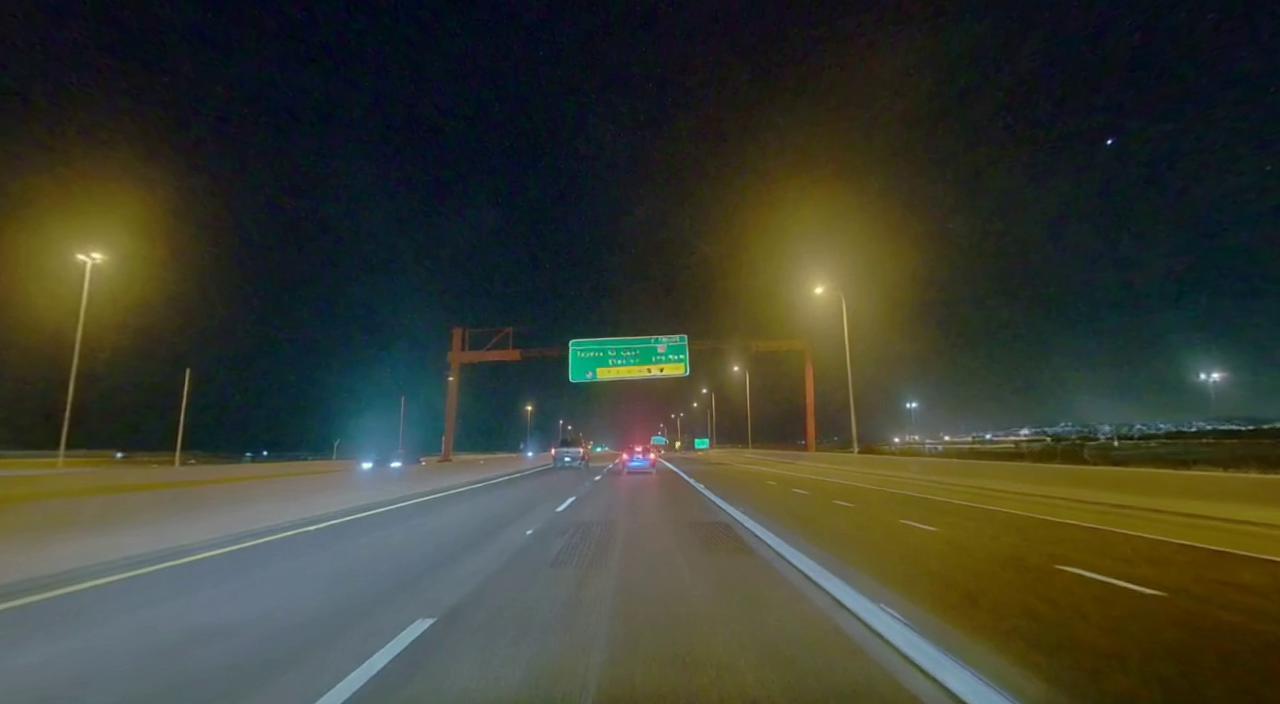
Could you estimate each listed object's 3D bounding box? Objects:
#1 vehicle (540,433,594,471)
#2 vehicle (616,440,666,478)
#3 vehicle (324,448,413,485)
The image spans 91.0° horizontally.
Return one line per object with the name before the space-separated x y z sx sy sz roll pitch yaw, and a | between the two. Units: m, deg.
vehicle | -3.788 5.320 33.676 2.264 1.901 4.647 0 -9 1
vehicle | 0.064 4.808 28.566 2.086 1.548 4.325 0 -9 0
vehicle | -13.099 5.508 30.810 2.056 1.643 4.838 0 -9 2
